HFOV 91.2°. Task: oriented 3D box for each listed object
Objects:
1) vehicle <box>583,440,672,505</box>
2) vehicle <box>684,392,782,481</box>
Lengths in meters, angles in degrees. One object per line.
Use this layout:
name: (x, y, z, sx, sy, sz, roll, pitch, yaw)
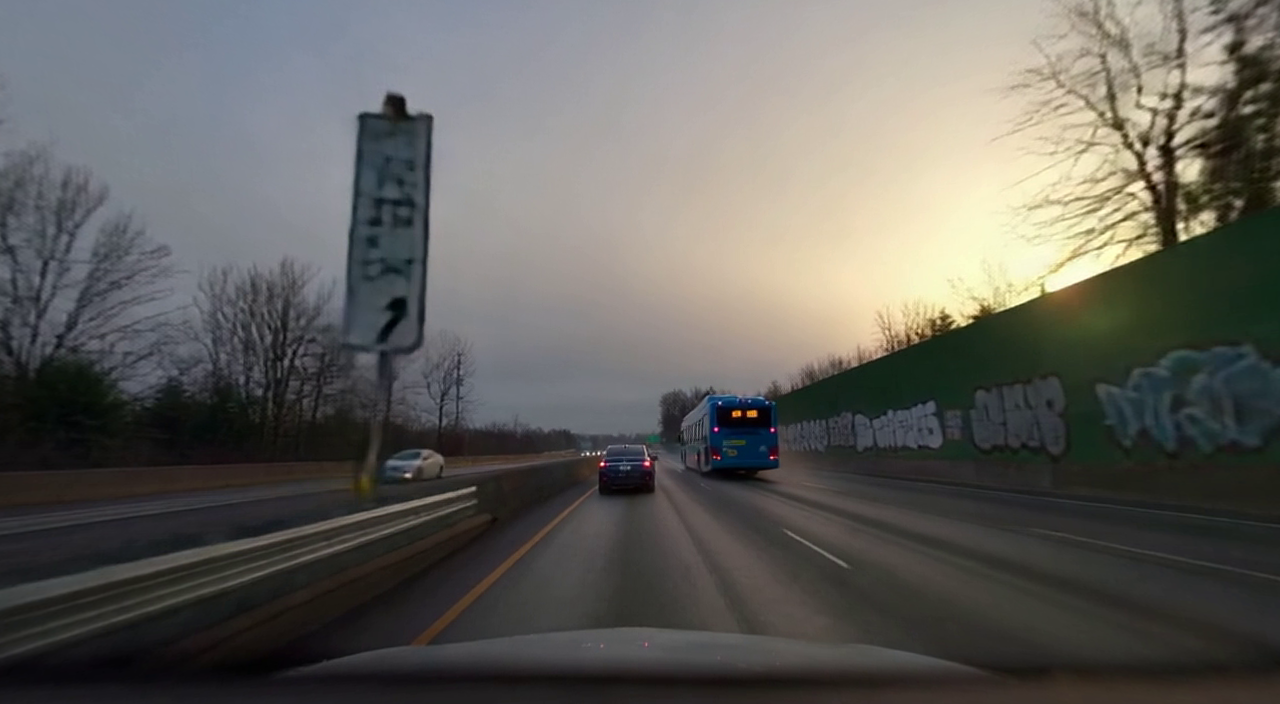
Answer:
vehicle: (-0.289, 3.240, 17.235, 2.160, 1.532, 4.073, -1, -9, 1)
vehicle: (4.117, 4.326, 31.262, 3.055, 3.479, 12.521, -1, -9, 0)
